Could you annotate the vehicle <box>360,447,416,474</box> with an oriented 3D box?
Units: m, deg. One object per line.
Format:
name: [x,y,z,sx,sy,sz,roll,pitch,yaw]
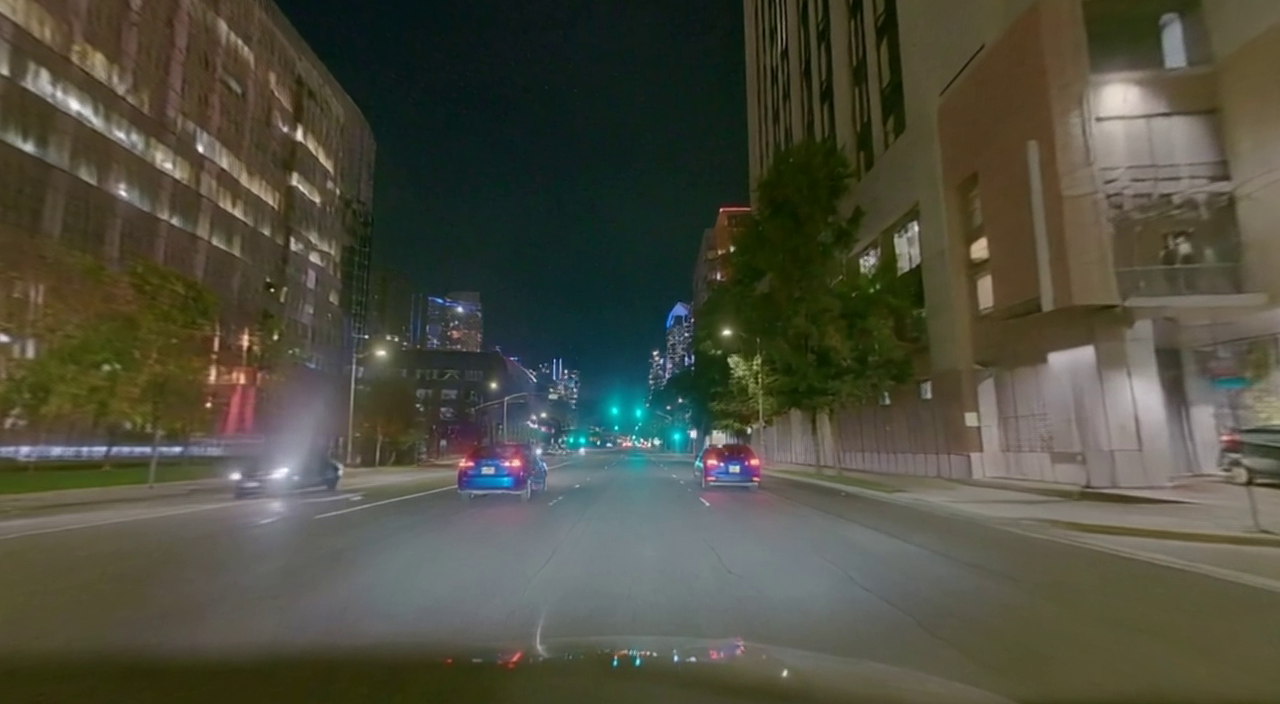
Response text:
vehicle: [-17.999,7.726,45.354,2.078,1.730,4.740,-3,-9,0]

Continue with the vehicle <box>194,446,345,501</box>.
vehicle: [-11.249,3.688,19.641,1.931,1.487,4.500,0,-9,0]

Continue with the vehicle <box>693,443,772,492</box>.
vehicle: [3.035,3.903,21.782,1.978,1.471,4.426,0,-9,-1]

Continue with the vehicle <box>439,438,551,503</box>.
vehicle: [-3.742,3.118,17.080,2.062,1.527,4.044,0,-9,0]
